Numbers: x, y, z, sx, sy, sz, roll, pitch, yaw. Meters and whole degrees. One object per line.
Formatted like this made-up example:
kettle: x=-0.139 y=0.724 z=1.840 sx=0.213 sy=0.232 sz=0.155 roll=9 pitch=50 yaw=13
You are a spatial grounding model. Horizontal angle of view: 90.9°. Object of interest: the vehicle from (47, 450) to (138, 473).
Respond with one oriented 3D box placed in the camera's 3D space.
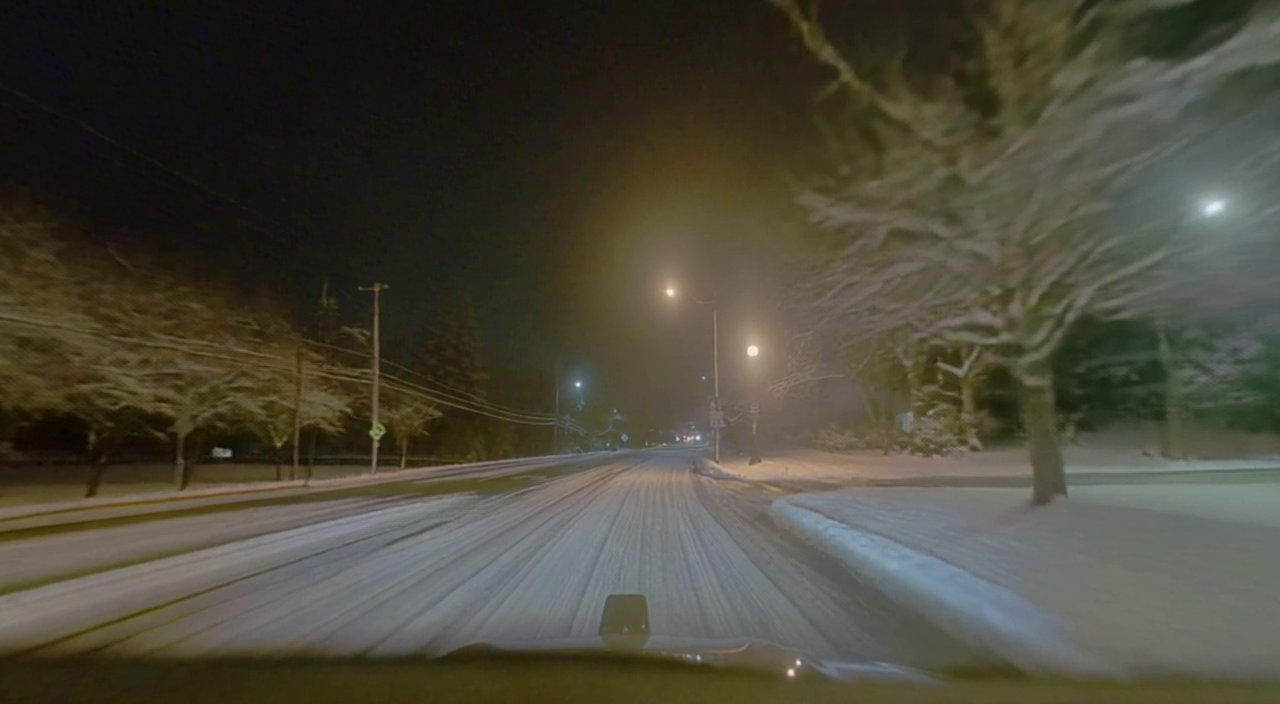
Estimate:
vehicle: x=-42.846 y=8.528 z=49.527 sx=2.010 sy=1.681 sz=5.194 roll=-2 pitch=-9 yaw=9
